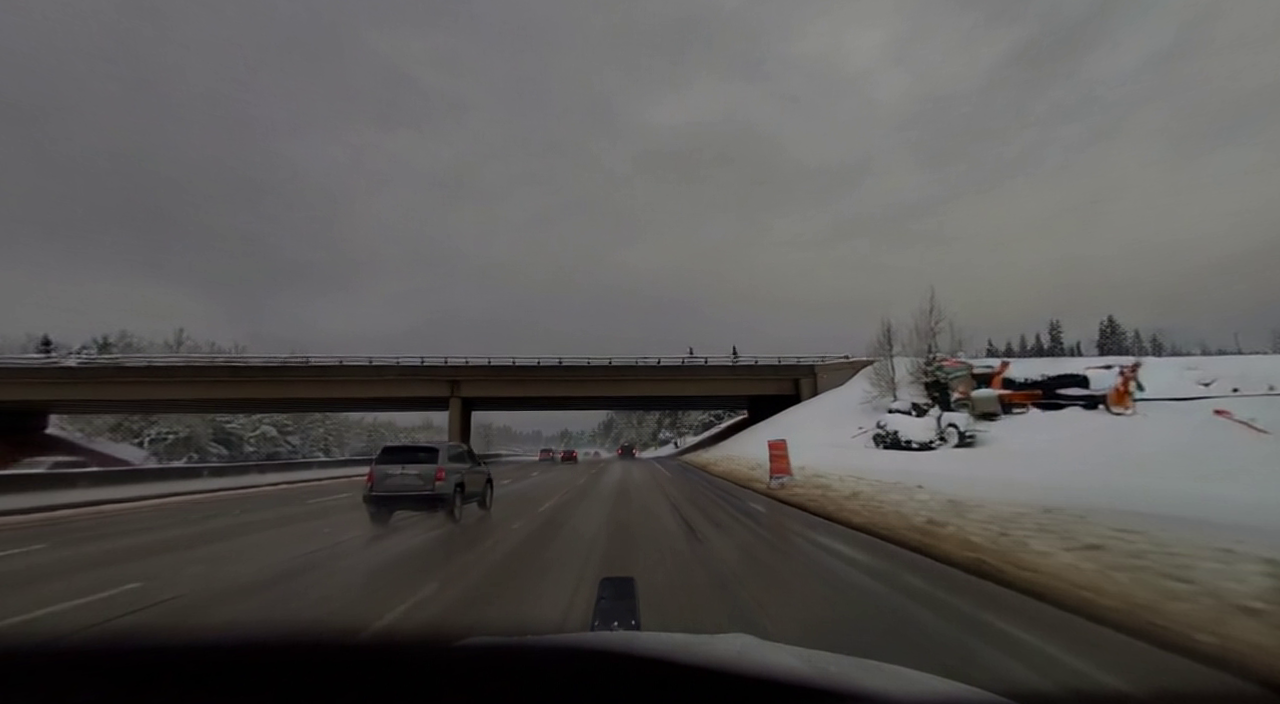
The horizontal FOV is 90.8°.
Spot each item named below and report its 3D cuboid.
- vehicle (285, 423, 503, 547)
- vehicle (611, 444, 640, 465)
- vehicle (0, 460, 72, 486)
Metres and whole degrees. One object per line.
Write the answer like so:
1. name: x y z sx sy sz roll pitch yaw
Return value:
1. vehicle: -3.795 2.116 10.705 2.024 1.655 4.192 0 -9 -1
2. vehicle: -1.103 7.678 47.495 2.051 1.459 4.092 0 -8 -2
3. vehicle: -46.925 9.213 48.497 2.100 1.768 4.945 0 -8 -2
